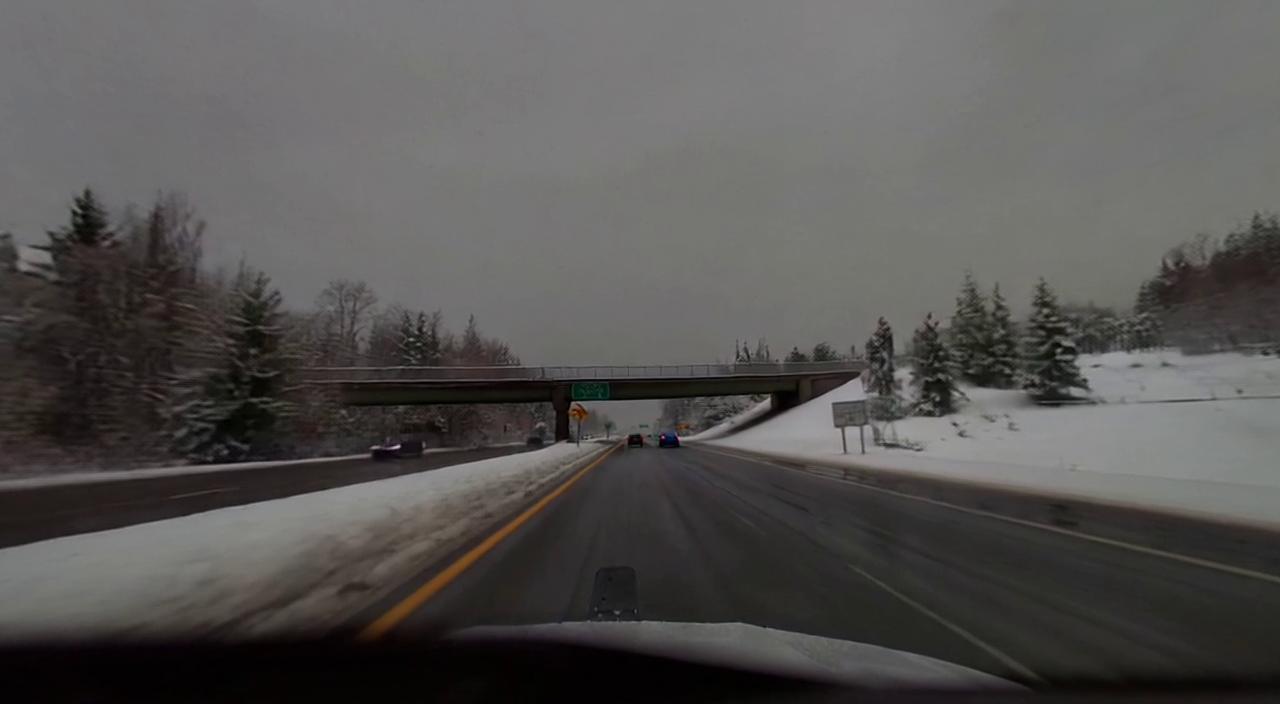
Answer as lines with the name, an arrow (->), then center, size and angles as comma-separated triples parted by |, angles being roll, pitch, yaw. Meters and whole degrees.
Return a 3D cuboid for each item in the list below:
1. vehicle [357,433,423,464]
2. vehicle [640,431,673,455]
vehicle -> -13.187, 5.104, 33.510 | 1.899, 1.531, 4.005 | 0, -8, -1
vehicle -> 1.069, 6.105, 42.432 | 1.981, 1.490, 3.449 | 0, -8, -3
